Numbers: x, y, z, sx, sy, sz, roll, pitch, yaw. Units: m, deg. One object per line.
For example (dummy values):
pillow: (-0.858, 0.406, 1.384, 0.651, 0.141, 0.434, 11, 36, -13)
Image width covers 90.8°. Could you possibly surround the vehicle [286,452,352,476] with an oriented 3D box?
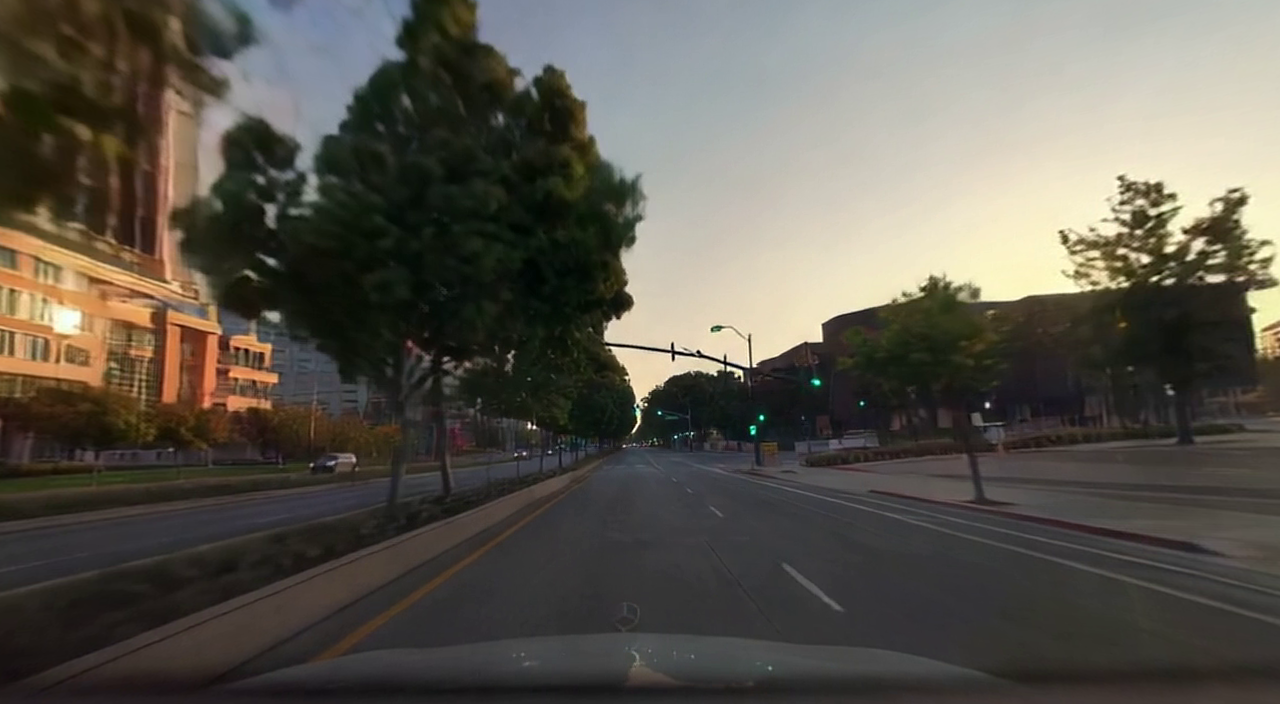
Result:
vehicle: (-21.342, 7.410, 42.202, 1.867, 1.464, 4.748, 0, -9, 0)
